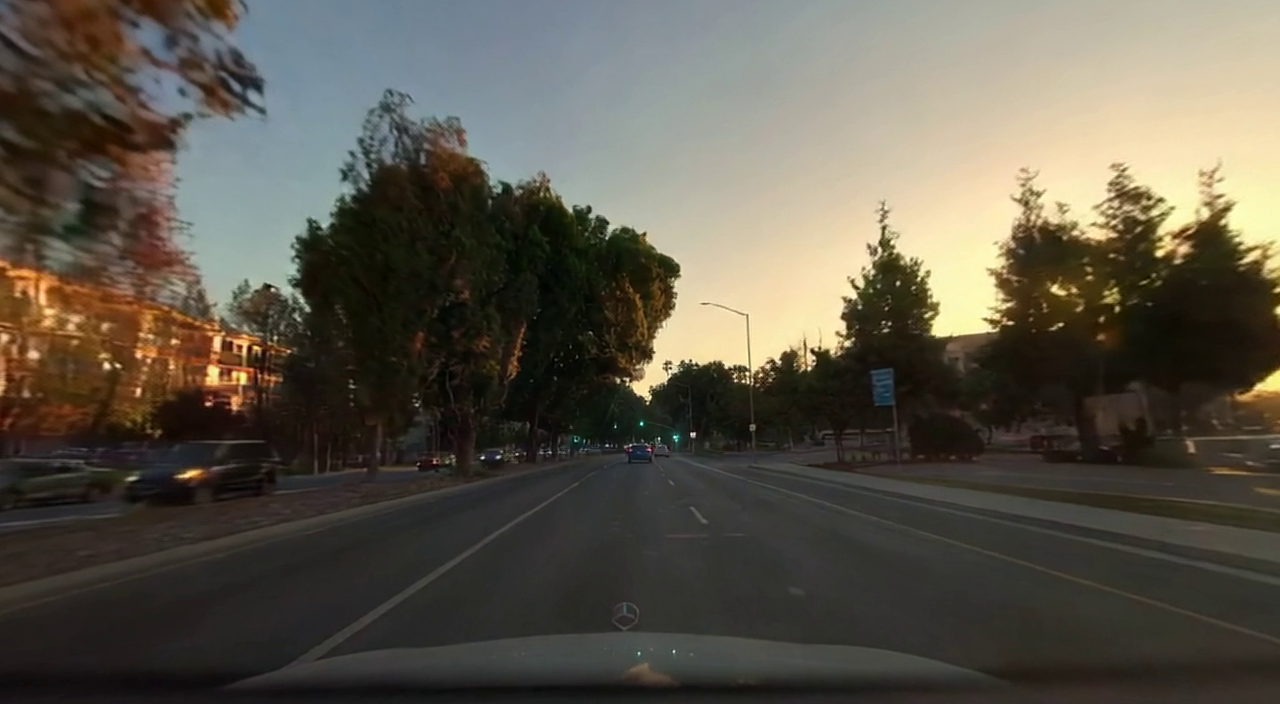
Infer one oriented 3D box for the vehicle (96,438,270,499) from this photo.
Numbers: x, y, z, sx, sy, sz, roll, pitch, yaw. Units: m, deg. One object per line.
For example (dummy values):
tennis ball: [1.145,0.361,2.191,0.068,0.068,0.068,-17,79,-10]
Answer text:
vehicle: [-14.911,3.806,21.086,2.083,1.795,4.880,0,-9,0]
